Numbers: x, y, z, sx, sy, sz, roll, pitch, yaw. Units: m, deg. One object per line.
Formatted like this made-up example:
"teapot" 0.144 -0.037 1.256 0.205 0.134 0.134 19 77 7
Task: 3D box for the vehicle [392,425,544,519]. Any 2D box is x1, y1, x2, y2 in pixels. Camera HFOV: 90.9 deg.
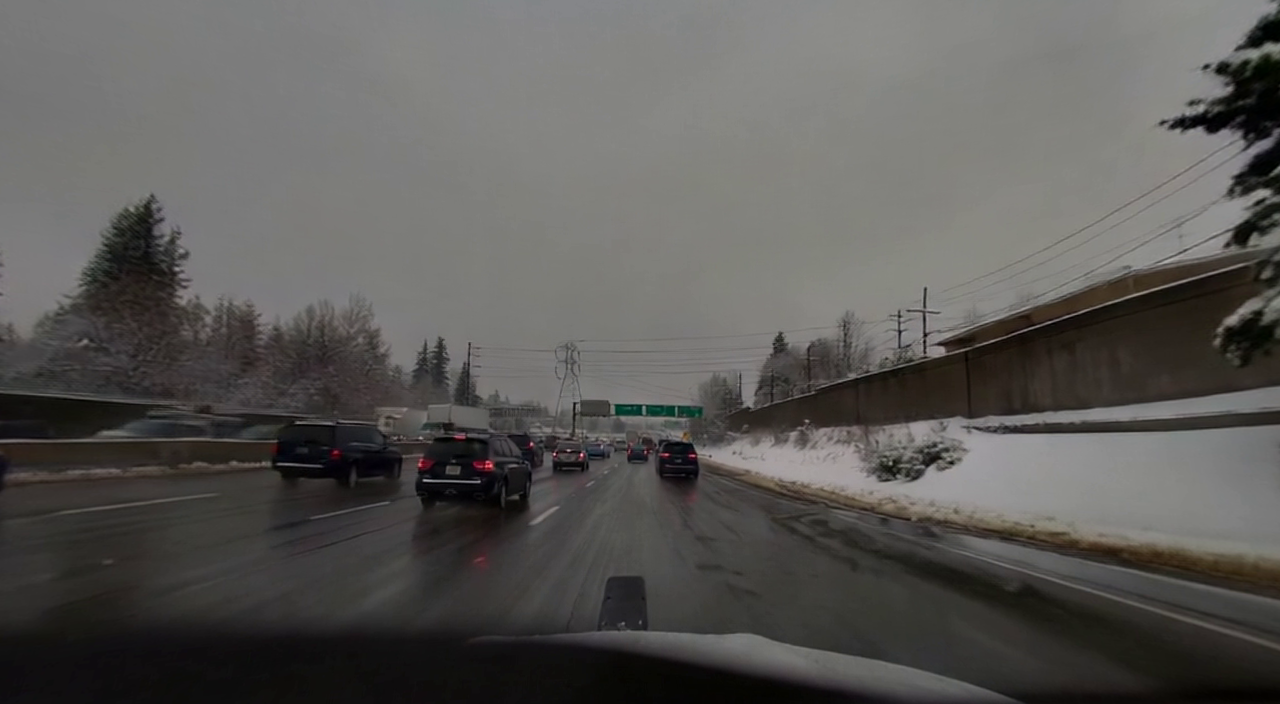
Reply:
"vehicle" -3.556 2.574 14.040 2.026 1.719 4.490 0 -9 1

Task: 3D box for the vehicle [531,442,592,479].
"vehicle" -3.437 4.894 28.637 2.049 1.530 4.707 0 -9 1

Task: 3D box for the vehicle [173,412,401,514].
"vehicle" -7.275 2.360 13.772 2.222 1.825 4.640 0 -9 0

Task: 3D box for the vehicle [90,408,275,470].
"vehicle" -16.059 3.184 22.733 2.235 1.923 5.808 0 -9 1

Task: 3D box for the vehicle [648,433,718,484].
"vehicle" 1.887 5.013 29.992 2.793 2.132 5.682 1 -9 -1
